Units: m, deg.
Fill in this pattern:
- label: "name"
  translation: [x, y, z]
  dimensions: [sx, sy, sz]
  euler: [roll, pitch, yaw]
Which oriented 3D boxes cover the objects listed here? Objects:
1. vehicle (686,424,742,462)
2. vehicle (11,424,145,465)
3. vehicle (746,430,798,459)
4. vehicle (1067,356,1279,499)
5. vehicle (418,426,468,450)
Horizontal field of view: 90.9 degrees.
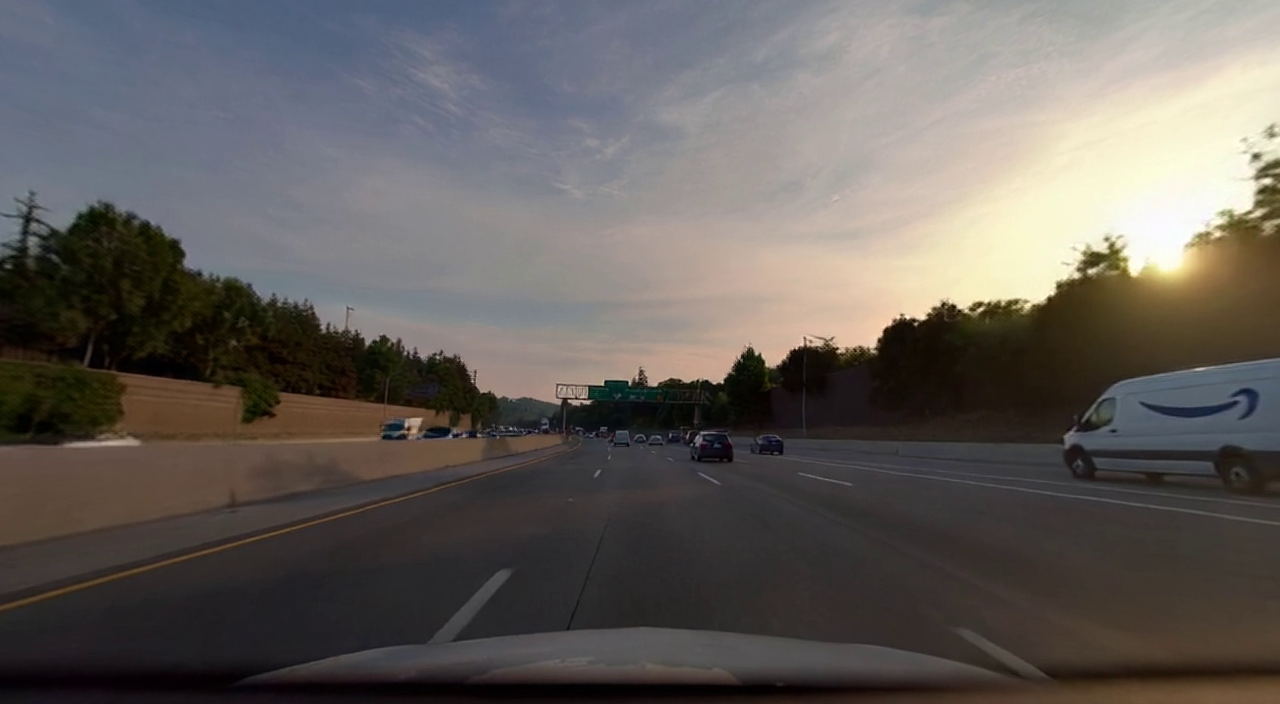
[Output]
- label: "vehicle"
  translation: [3.674, 4.608, 32.008]
  dimensions: [2.141, 1.732, 4.279]
  euler: [0, -8, -2]
- label: "vehicle"
  translation: [-25.186, 4.171, 28.527]
  dimensions: [1.921, 1.671, 4.538]
  euler: [0, -8, -1]
- label: "vehicle"
  translation: [7.198, 5.097, 34.699]
  dimensions: [1.798, 1.473, 4.077]
  euler: [0, -8, -2]
- label: "vehicle"
  translation: [13.669, 1.813, 14.735]
  dimensions: [2.274, 2.802, 6.802]
  euler: [0, -8, -3]
- label: "vehicle"
  translation: [-13.848, 6.119, 44.635]
  dimensions: [2.170, 1.567, 4.506]
  euler: [0, -8, -1]
